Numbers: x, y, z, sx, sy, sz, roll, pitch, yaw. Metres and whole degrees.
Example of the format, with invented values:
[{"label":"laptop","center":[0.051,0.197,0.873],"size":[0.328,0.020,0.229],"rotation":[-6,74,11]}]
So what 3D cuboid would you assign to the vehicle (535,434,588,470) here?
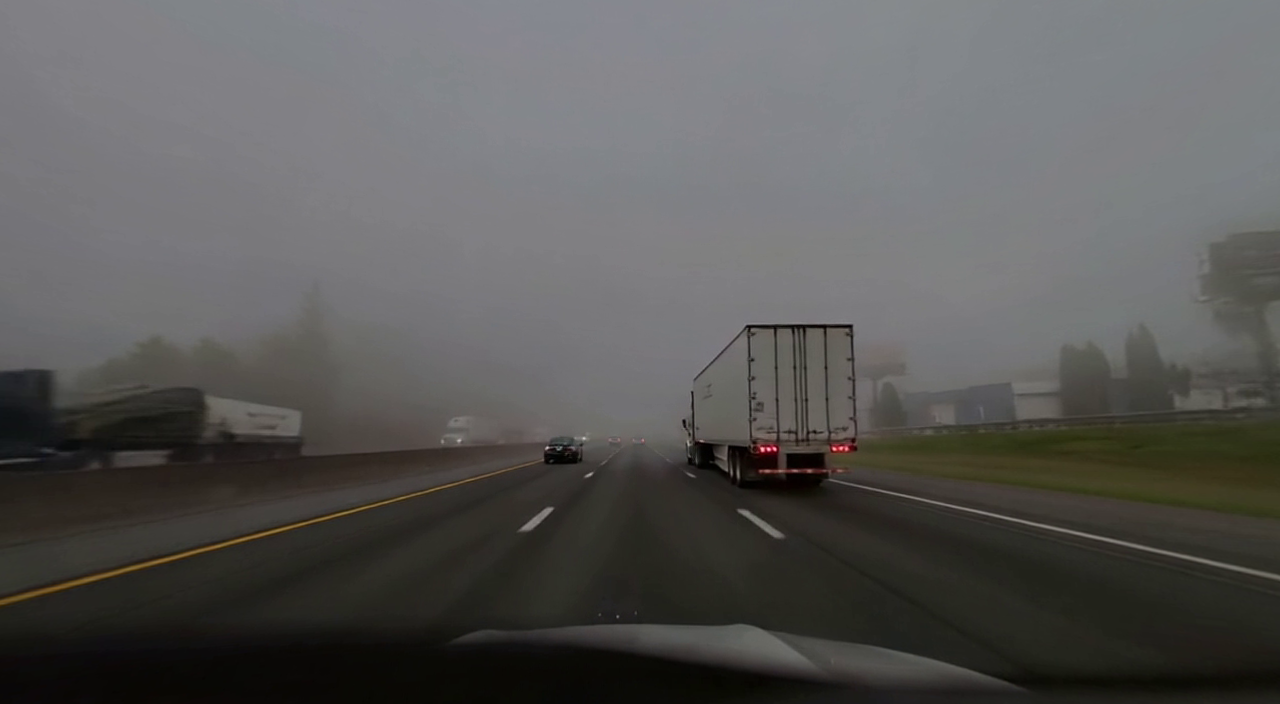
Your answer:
[{"label":"vehicle","center":[-3.431,4.437,28.350],"size":[1.930,1.484,3.849],"rotation":[0,-8,-1]}]

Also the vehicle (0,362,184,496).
[{"label":"vehicle","center":[-19.665,2.480,20.031],"size":[2.985,3.765,9.890],"rotation":[0,-8,-1]}]

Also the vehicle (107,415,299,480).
[{"label":"vehicle","center":[-19.846,4.402,29.574],"size":[2.932,2.543,8.599],"rotation":[0,-8,-1]}]

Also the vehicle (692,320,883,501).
[{"label":"vehicle","center":[3.550,1.943,18.924],"size":[2.871,3.815,11.331],"rotation":[0,-8,-1]}]
